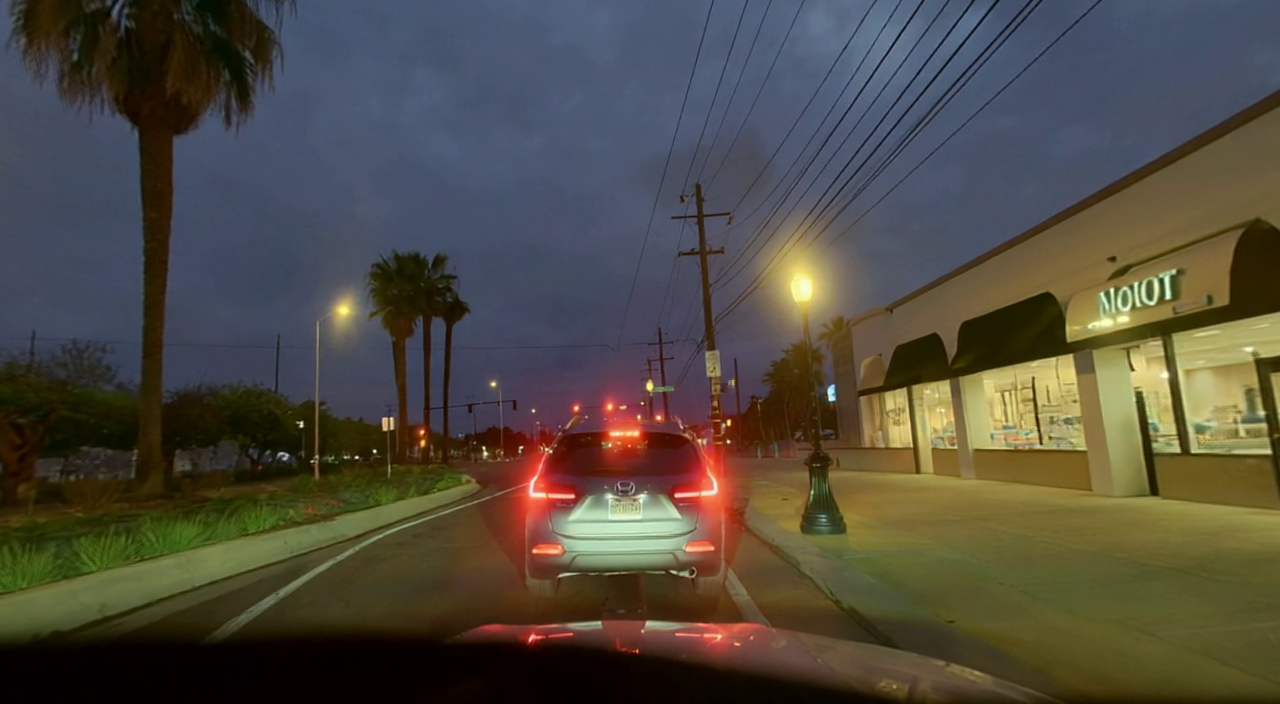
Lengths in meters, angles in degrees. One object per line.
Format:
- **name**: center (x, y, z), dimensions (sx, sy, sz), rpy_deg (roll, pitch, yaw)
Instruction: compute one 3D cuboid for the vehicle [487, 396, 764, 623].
- **vehicle**: center (-0.195, 1.470, 6.778), dimensions (2.105, 1.702, 3.750), rpy_deg (0, -8, -3)
